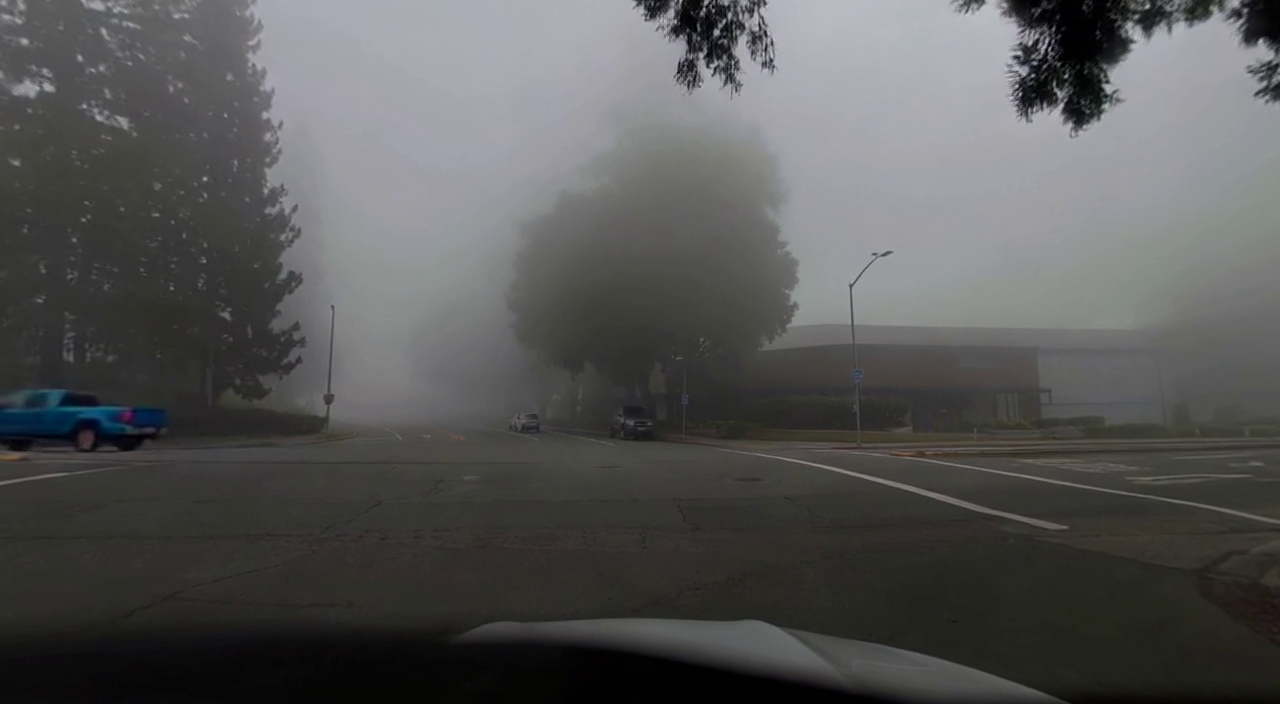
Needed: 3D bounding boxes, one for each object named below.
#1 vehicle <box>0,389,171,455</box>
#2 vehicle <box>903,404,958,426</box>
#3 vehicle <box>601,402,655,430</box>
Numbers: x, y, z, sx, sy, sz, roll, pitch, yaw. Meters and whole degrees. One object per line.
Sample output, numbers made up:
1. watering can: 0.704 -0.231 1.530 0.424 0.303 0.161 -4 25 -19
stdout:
1. vehicle: -17.603 2.129 18.677 5.333 1.837 2.124 1 -9 -7
2. vehicle: 22.622 4.917 48.804 4.674 1.483 1.745 6 -10 -36
3. vehicle: -1.023 5.007 48.372 2.435 1.858 5.585 3 -9 -21
